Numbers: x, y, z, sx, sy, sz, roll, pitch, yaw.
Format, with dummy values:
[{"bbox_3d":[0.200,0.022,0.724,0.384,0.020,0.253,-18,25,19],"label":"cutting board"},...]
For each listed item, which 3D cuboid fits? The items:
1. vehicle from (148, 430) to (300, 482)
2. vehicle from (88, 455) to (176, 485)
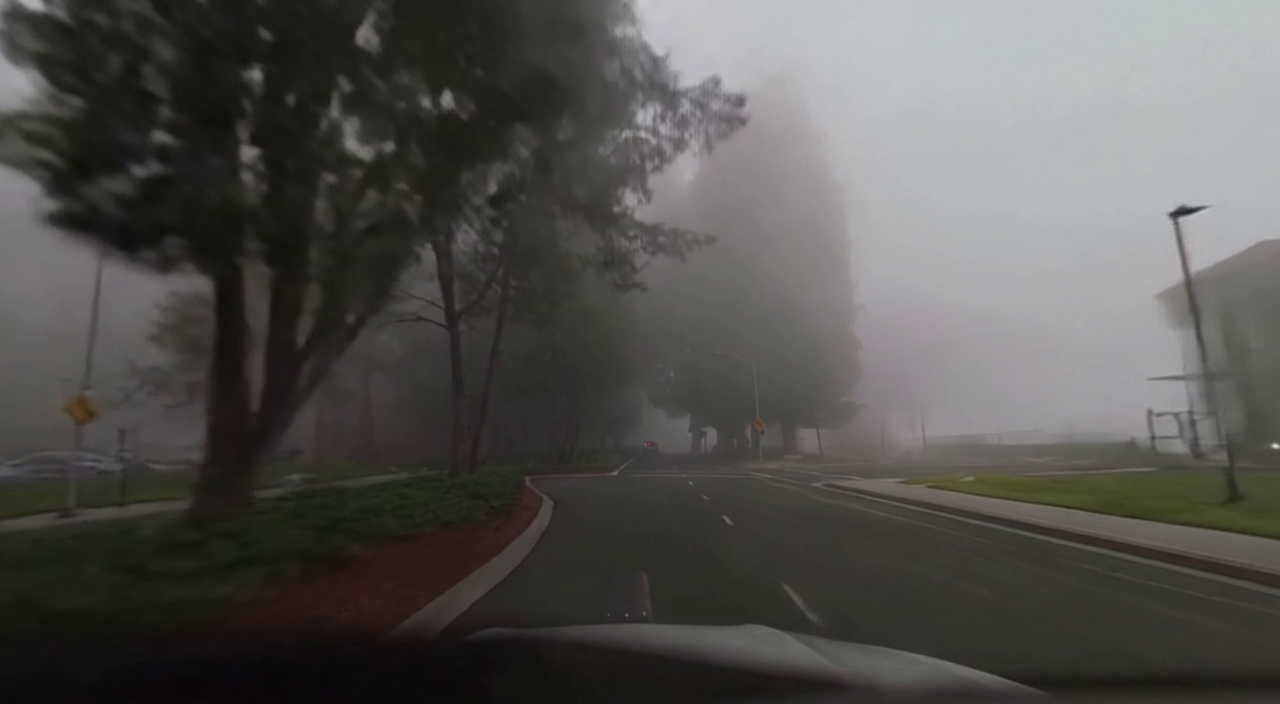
[{"bbox_3d":[-22.928,5.764,35.033,6.364,2.595,2.828,0,-9,-3],"label":"vehicle"},{"bbox_3d":[-35.821,8.308,44.663,2.010,1.821,4.924,0,-8,1],"label":"vehicle"}]
